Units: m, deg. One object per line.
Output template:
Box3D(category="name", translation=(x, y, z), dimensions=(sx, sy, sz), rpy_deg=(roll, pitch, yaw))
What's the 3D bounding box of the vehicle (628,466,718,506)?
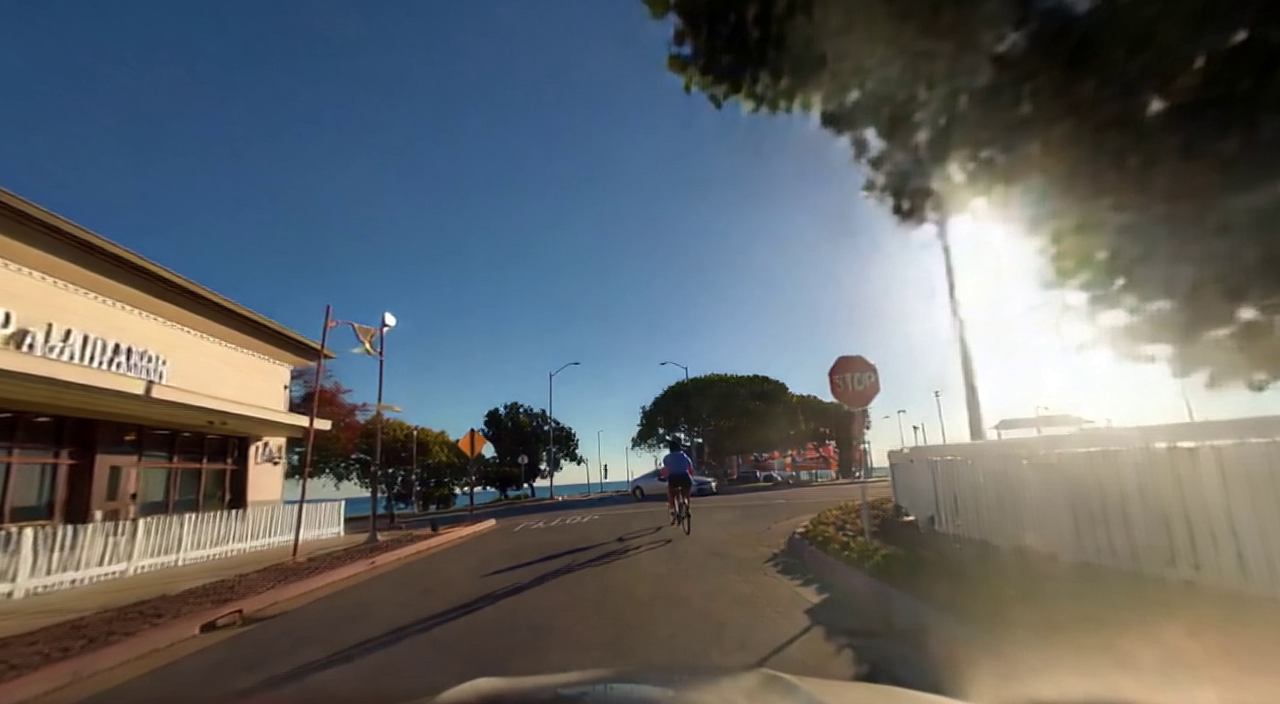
Box3D(category="vehicle", translation=(1.317, 5.942, 28.456), dimensions=(2.112, 1.479, 5.323), rpy_deg=(3, -9, -20))
